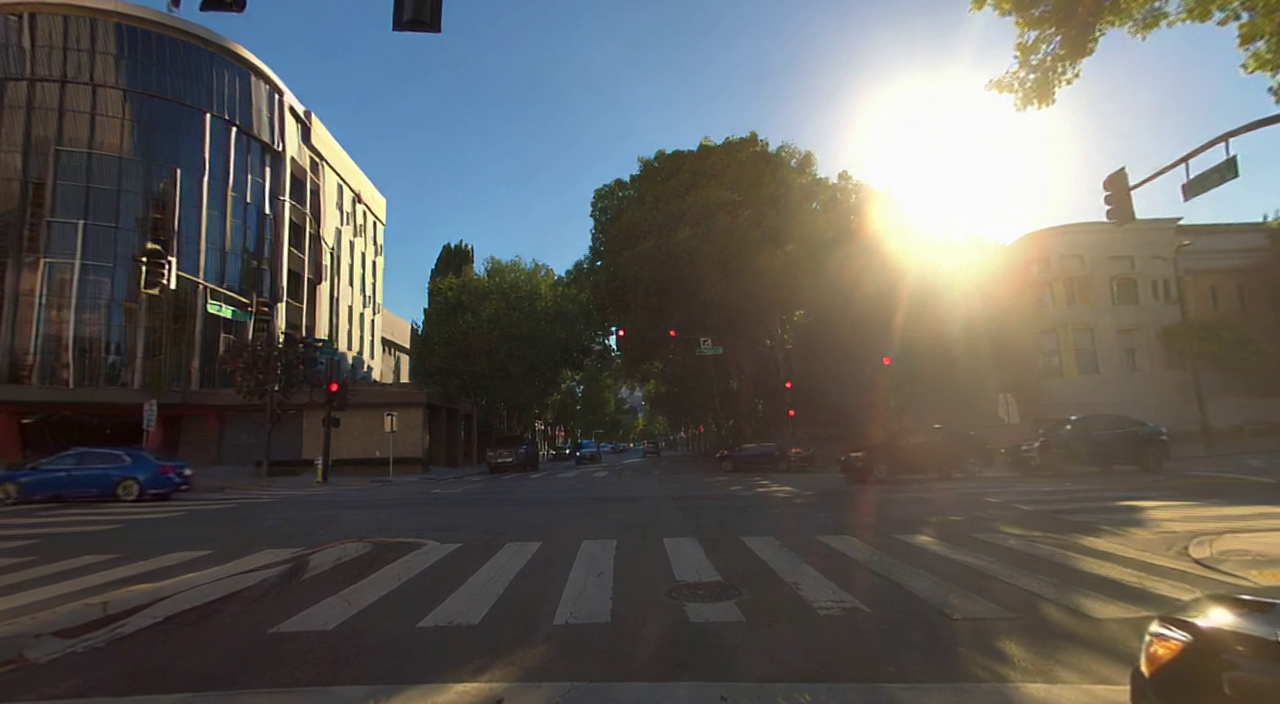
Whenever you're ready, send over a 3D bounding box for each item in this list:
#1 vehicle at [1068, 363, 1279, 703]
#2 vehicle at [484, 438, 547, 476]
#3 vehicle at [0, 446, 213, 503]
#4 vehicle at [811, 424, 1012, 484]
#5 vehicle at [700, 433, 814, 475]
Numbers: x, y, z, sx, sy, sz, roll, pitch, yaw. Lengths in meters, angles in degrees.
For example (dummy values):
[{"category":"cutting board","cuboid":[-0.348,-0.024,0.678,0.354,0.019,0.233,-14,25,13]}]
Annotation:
[{"category":"vehicle","cuboid":[2.884,0.673,0.833,1.947,1.576,3.825,0,-8,1]},{"category":"vehicle","cuboid":[-5.941,5.065,30.542,2.115,1.690,4.322,0,-8,1]},{"category":"vehicle","cuboid":[-14.817,3.330,17.332,4.613,1.443,1.883,0,-8,-1]},{"category":"vehicle","cuboid":[7.083,2.708,16.759,4.464,1.472,1.867,0,-8,0]},{"category":"vehicle","cuboid":[4.928,4.338,27.028,2.053,1.625,4.551,6,-11,-38]}]
